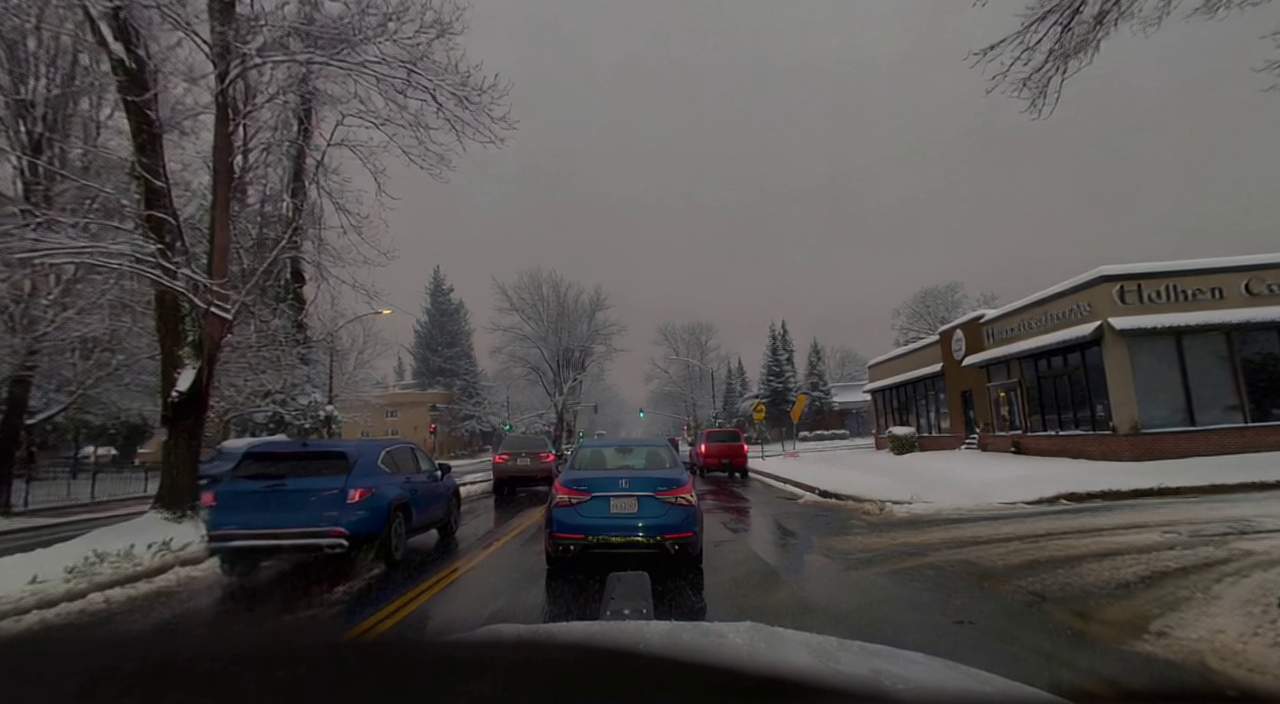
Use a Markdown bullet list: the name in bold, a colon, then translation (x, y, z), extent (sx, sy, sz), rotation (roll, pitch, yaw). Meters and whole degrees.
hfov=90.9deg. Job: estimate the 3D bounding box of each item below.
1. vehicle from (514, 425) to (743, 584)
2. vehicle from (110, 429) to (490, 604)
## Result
- **vehicle**: translation (-0.117, 1.753, 8.043), extent (2.160, 1.482, 4.037), rotation (0, -9, 0)
- **vehicle**: translation (-3.405, 1.720, 7.575), extent (2.029, 1.456, 4.414), rotation (0, -9, 1)
